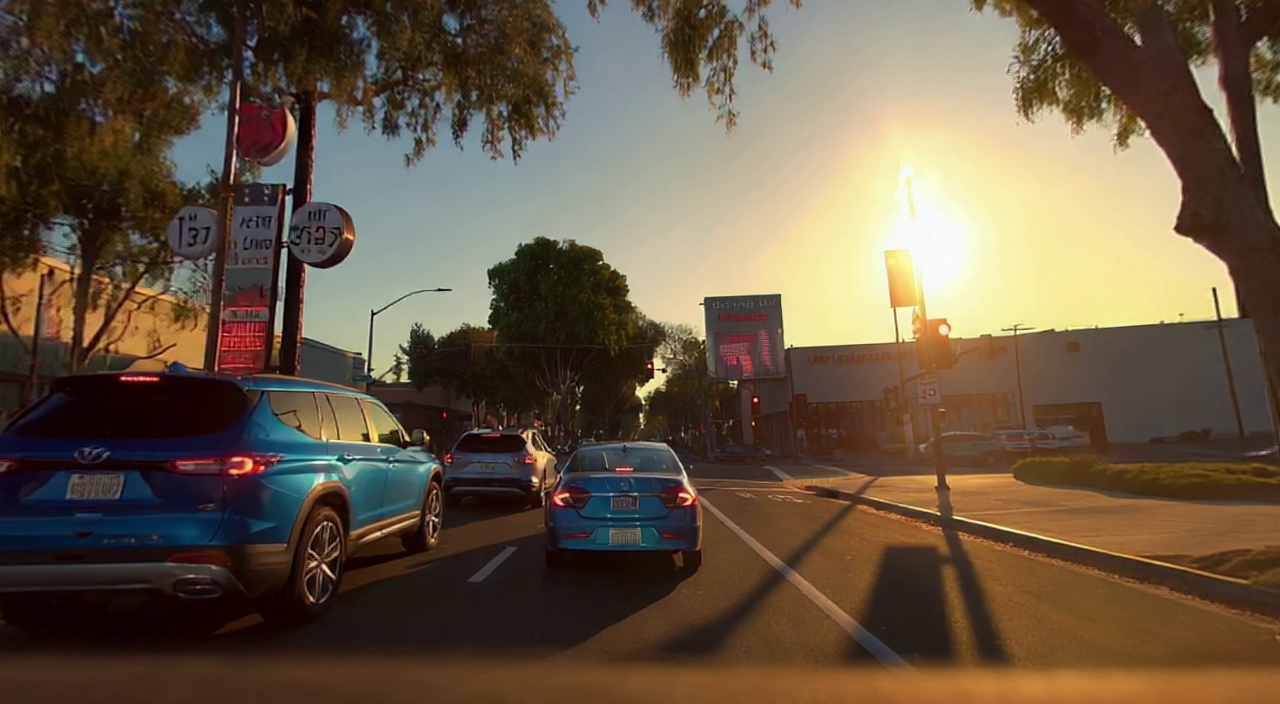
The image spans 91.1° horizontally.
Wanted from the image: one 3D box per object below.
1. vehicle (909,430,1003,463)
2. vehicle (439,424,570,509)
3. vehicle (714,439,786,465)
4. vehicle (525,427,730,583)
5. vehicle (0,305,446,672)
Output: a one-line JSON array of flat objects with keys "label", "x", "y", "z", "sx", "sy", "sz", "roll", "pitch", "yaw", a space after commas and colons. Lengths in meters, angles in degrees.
[{"label": "vehicle", "x": 17.625, "y": 5.302, "z": 35.193, "sx": 4.116, "sy": 1.719, "sz": 2.069, "roll": -1, "pitch": -9, "yaw": 6}, {"label": "vehicle", "x": -2.929, "y": 2.594, "z": 14.605, "sx": 2.047, "sy": 1.664, "sz": 4.148, "roll": 0, "pitch": -8, "yaw": 1}, {"label": "vehicle", "x": 6.579, "y": 5.984, "z": 37.530, "sx": 3.924, "sy": 1.447, "sz": 2.039, "roll": -3, "pitch": -9, "yaw": 19}, {"label": "vehicle", "x": -0.162, "y": 1.782, "z": 8.185, "sx": 1.966, "sy": 1.481, "sz": 4.146, "roll": 0, "pitch": -8, "yaw": -1}, {"label": "vehicle", "x": -3.822, "y": 1.137, "z": 6.214, "sx": 2.152, "sy": 2.118, "sz": 5.066, "roll": 0, "pitch": -8, "yaw": 0}]
